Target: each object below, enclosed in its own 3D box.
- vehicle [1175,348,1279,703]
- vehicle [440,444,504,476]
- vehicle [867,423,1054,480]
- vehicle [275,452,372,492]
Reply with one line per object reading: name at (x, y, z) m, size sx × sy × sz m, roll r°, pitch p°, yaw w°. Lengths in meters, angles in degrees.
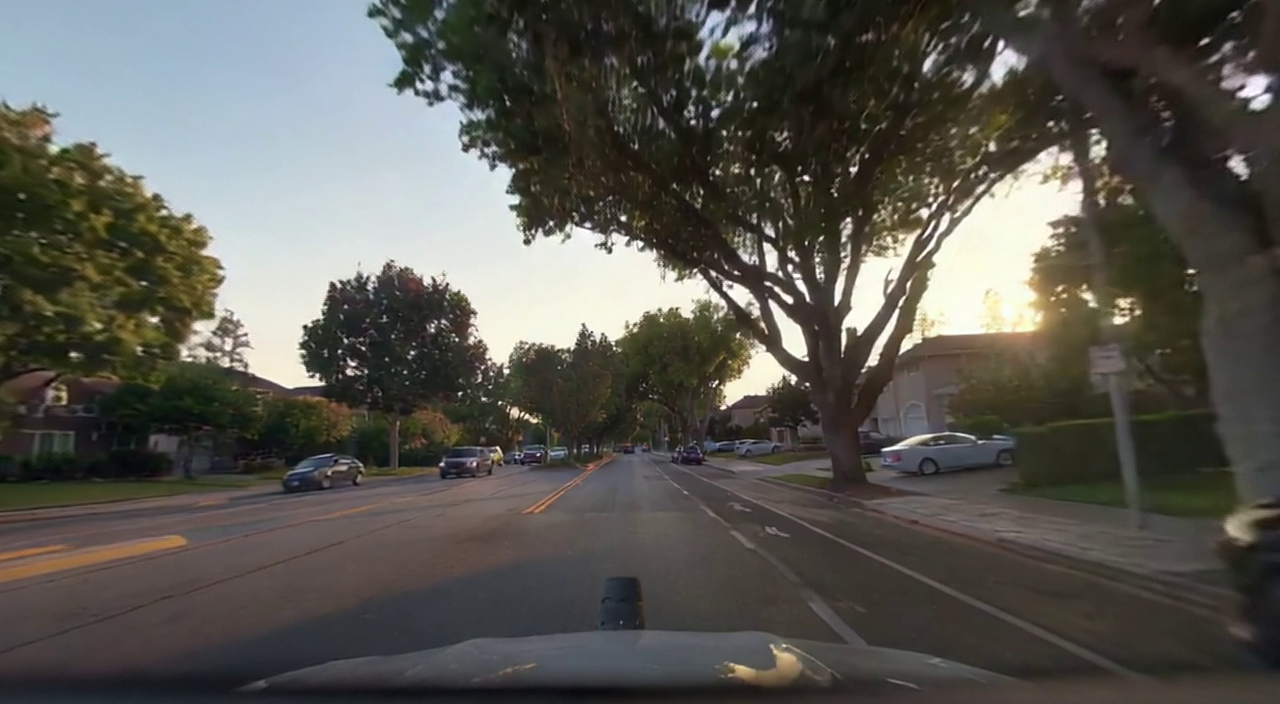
vehicle at (4.364, 0.658, 1.384) m, size 2.166 × 1.858 × 4.667 m, roll 0°, pitch -8°, yaw -2°
vehicle at (-8.540, 5.514, 32.520) m, size 1.973 × 1.509 × 4.651 m, roll 0°, pitch -8°, yaw 0°
vehicle at (9.696, 3.040, 19.399) m, size 4.690 × 1.579 × 1.878 m, roll 0°, pitch -8°, yaw -1°
vehicle at (-13.361, 5.062, 27.030) m, size 1.850 × 1.472 × 4.511 m, roll 0°, pitch -8°, yaw -1°
